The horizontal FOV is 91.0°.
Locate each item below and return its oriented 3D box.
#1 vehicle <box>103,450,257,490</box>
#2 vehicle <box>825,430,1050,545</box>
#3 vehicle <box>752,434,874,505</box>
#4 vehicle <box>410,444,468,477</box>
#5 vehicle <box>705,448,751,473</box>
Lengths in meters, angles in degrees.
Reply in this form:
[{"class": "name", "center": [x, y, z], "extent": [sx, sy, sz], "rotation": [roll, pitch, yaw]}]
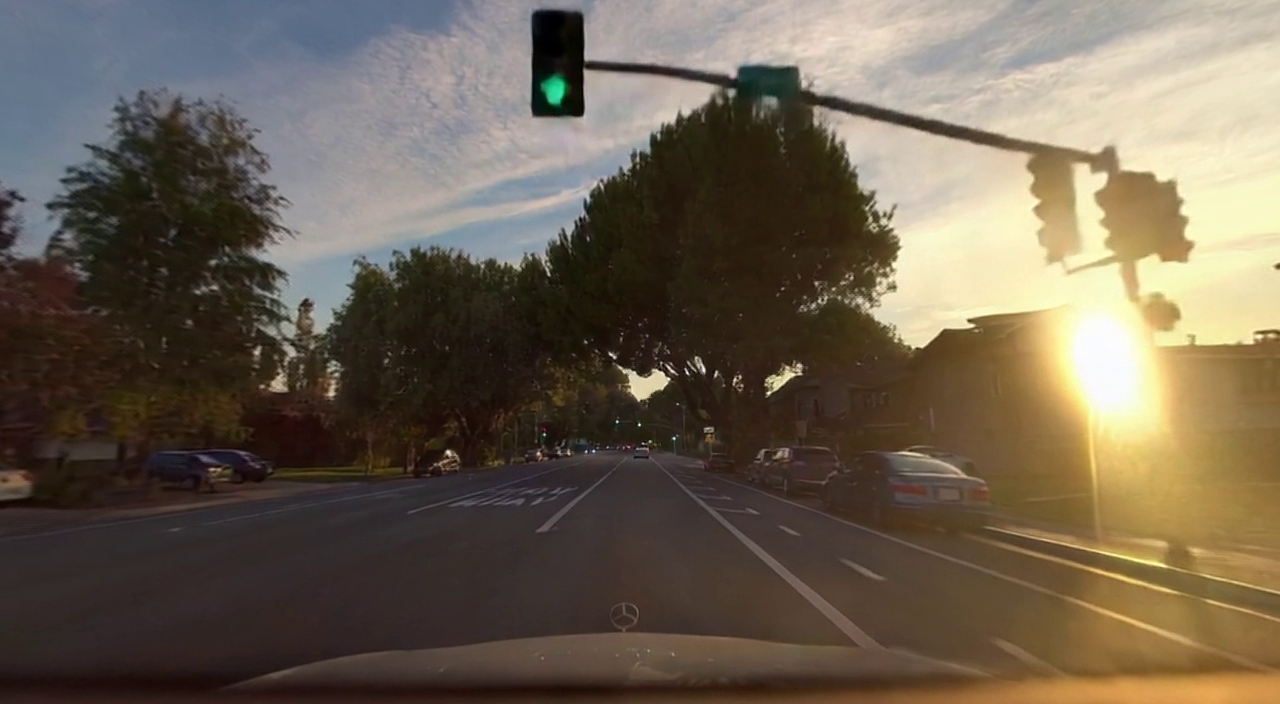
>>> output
[{"class": "vehicle", "center": [-17.645, 4.523, 24.317], "extent": [4.349, 1.457, 1.997], "rotation": [0, -9, 0]}, {"class": "vehicle", "center": [5.366, 2.484, 12.235], "extent": [2.164, 1.729, 4.488], "rotation": [2, -9, -1]}, {"class": "vehicle", "center": [5.198, 3.592, 19.699], "extent": [2.171, 1.798, 5.040], "rotation": [3, -9, -3]}, {"class": "vehicle", "center": [-11.879, 6.461, 37.527], "extent": [2.061, 1.760, 4.569], "rotation": [-1, -10, -1]}, {"class": "vehicle", "center": [5.343, 6.657, 38.895], "extent": [2.002, 1.461, 4.673], "rotation": [1, -9, -2]}]
